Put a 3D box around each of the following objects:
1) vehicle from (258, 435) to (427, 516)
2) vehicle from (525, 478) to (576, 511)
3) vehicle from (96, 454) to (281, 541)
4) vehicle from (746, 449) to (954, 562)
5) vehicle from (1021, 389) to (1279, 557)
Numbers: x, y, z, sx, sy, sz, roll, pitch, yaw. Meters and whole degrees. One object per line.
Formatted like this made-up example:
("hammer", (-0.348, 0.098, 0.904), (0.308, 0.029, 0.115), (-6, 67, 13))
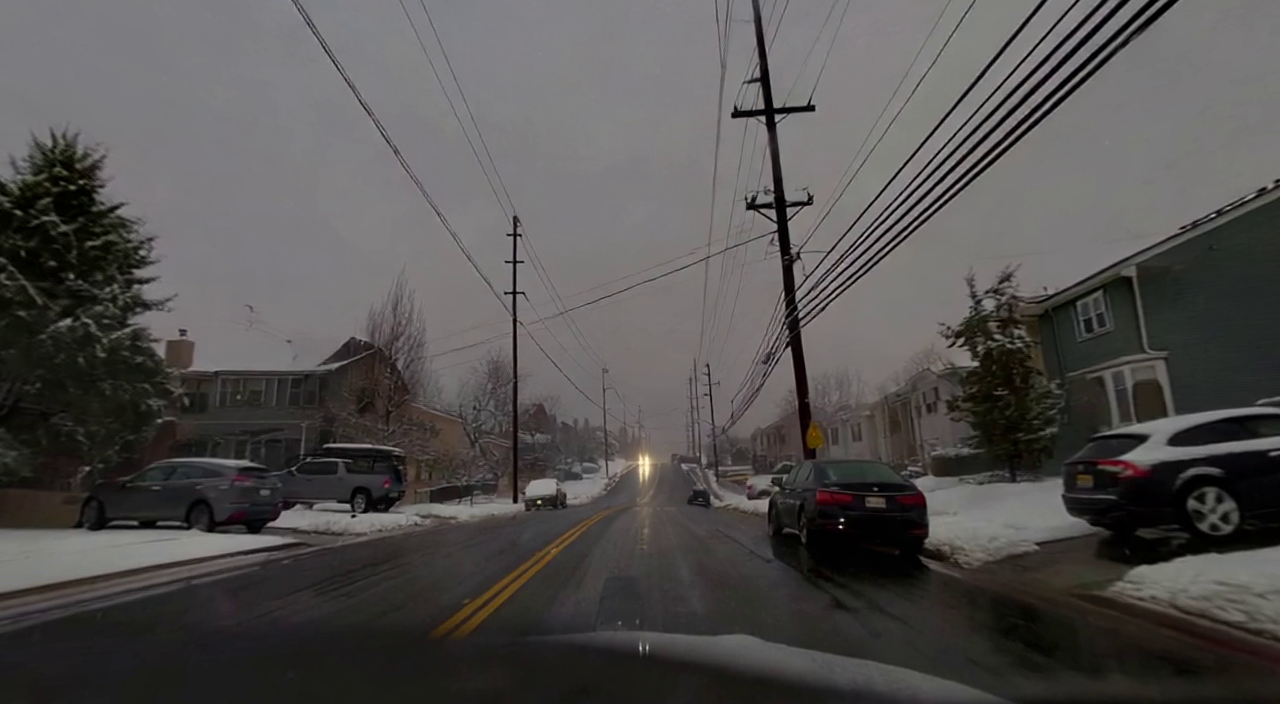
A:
("vehicle", (-12.041, 5.134, 25.931), (5.503, 2.906, 2.584), (-2, -15, 2))
("vehicle", (-5.331, 8.595, 38.147), (2.156, 1.764, 4.410), (-3, -12, 4))
("vehicle", (-11.395, 3.507, 15.838), (4.526, 1.806, 2.043), (-5, -10, 31))
("vehicle", (3.203, 2.510, 10.727), (1.945, 1.500, 4.363), (0, -11, -1))
("vehicle", (8.513, 1.570, 8.724), (4.964, 1.878, 1.979), (-4, -13, -1))
